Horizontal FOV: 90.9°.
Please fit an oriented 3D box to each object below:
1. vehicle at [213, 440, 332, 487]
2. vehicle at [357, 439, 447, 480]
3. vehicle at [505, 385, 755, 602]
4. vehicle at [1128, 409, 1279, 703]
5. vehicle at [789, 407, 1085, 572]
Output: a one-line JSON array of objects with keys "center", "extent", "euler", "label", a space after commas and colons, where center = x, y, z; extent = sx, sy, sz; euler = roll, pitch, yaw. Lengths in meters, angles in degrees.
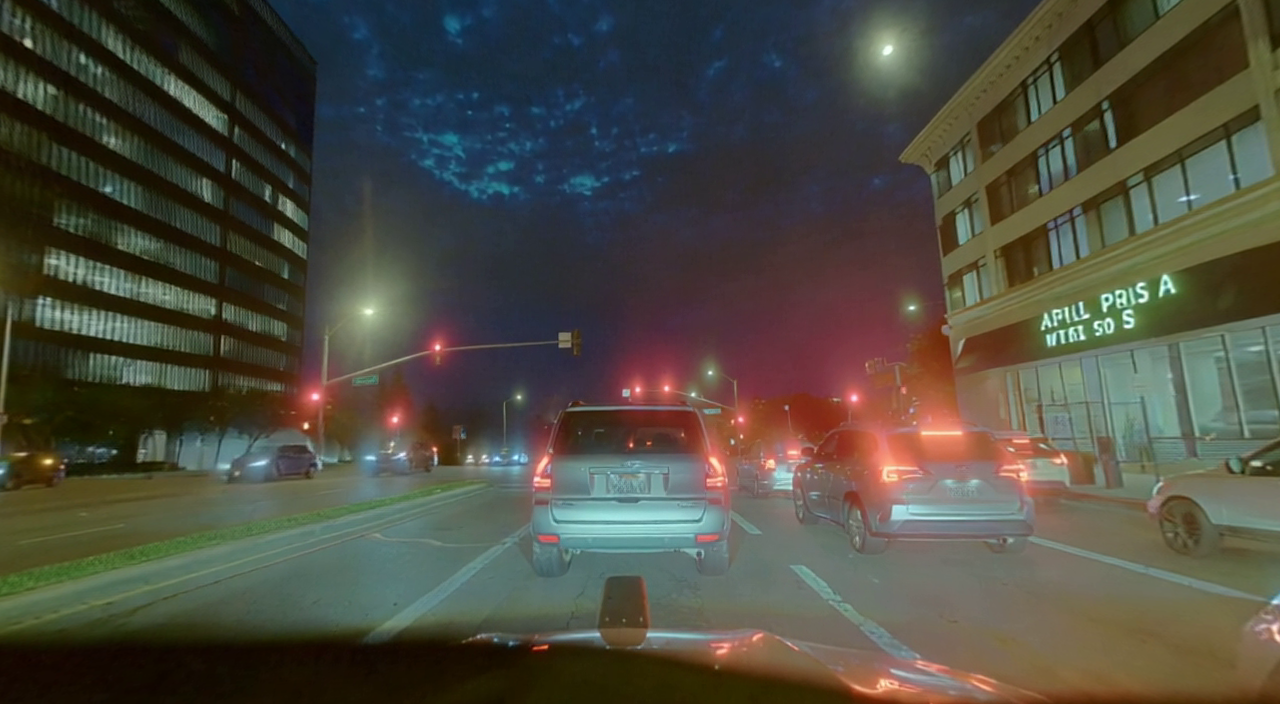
[{"center": [-14.964, 4.541, 26.078], "extent": [2.102, 1.737, 4.570], "euler": [0, -8, 1], "label": "vehicle"}, {"center": [-11.575, 5.264, 31.163], "extent": [2.224, 1.840, 5.290], "euler": [0, -8, 2], "label": "vehicle"}, {"center": [-0.002, 1.537, 7.682], "extent": [2.154, 1.861, 4.280], "euler": [0, -8, 3], "label": "vehicle"}, {"center": [3.367, 0.733, 0.811], "extent": [1.884, 1.484, 4.609], "euler": [0, -8, 2], "label": "vehicle"}, {"center": [3.623, 1.759, 8.830], "extent": [2.036, 1.719, 4.318], "euler": [0, -8, 0], "label": "vehicle"}]
